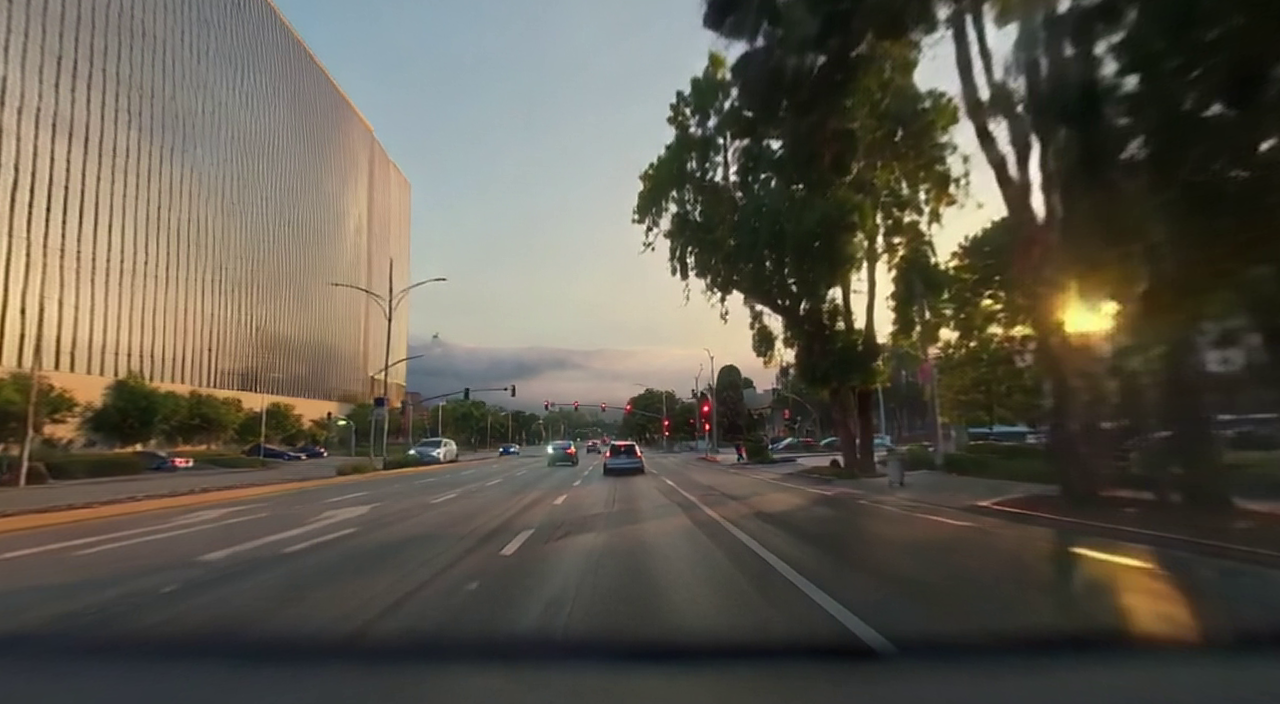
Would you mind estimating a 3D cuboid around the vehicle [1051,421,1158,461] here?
[{"bbox_3d":[20.966,3.989,28.779,1.841,1.555,4.431,-5,-6,7],"label":"vehicle"}]

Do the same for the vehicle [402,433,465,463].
[{"bbox_3d":[-16.118,7.587,49.943,2.680,2.131,6.995,-1,-8,-1],"label":"vehicle"}]

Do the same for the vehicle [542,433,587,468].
[{"bbox_3d":[-4.125,5.454,35.178,2.001,1.784,4.483,0,-8,-1],"label":"vehicle"}]

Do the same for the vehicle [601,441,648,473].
[{"bbox_3d":[-0.778,4.963,30.093,2.050,1.385,4.096,0,-8,-2],"label":"vehicle"}]

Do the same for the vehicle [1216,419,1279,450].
[{"bbox_3d":[37.972,4.959,37.957,4.381,1.724,2.037,-2,-9,7],"label":"vehicle"}]
